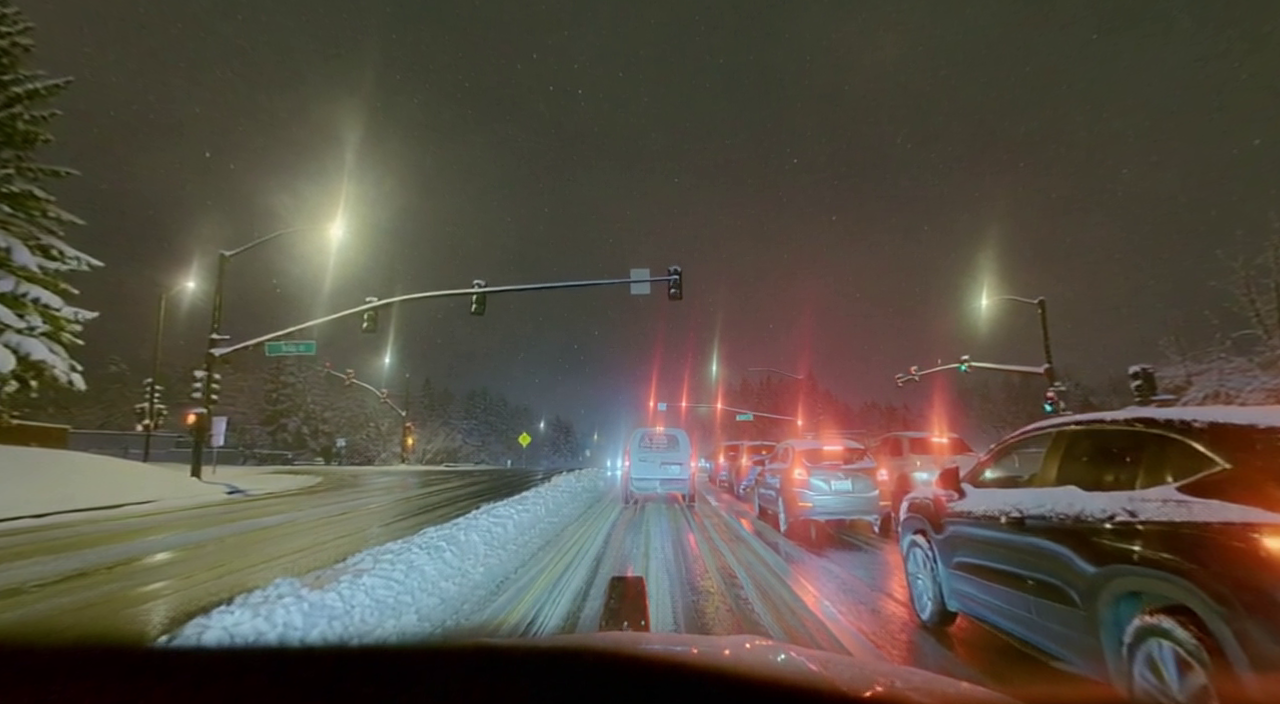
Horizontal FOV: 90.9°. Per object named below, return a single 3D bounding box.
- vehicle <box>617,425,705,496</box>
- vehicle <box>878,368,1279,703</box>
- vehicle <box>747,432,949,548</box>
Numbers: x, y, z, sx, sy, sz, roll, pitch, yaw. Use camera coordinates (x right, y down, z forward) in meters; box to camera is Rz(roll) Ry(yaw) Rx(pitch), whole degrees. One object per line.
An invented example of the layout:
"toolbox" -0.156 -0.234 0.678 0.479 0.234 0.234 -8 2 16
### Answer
"vehicle" 0.515 3.136 18.561 2.245 1.800 4.522 0 -8 -1
"vehicle" 2.960 0.997 2.994 2.078 1.578 4.107 0 -8 1
"vehicle" 3.085 2.075 10.436 1.956 1.477 4.285 0 -7 1
